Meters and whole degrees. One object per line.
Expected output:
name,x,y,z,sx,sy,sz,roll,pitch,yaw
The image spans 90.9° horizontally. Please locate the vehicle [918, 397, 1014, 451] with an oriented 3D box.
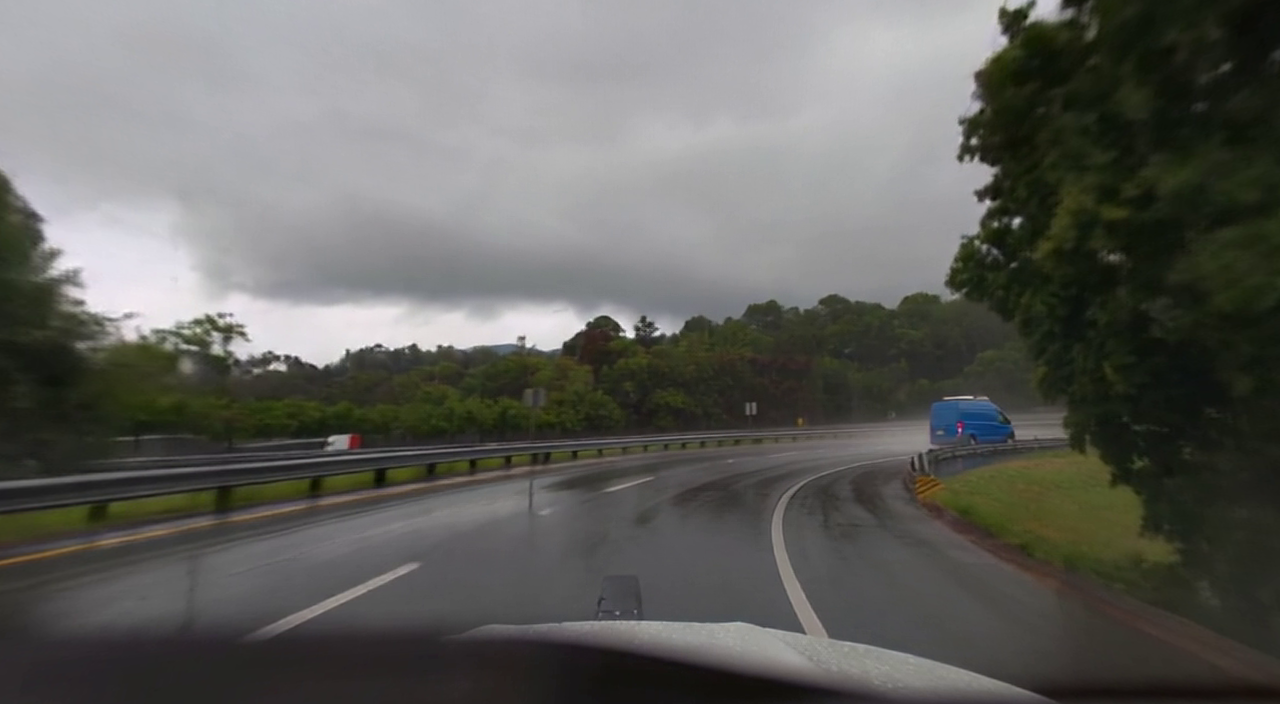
vehicle,17.008,3.788,32.770,5.330,2.577,2.352,6,-10,-39
